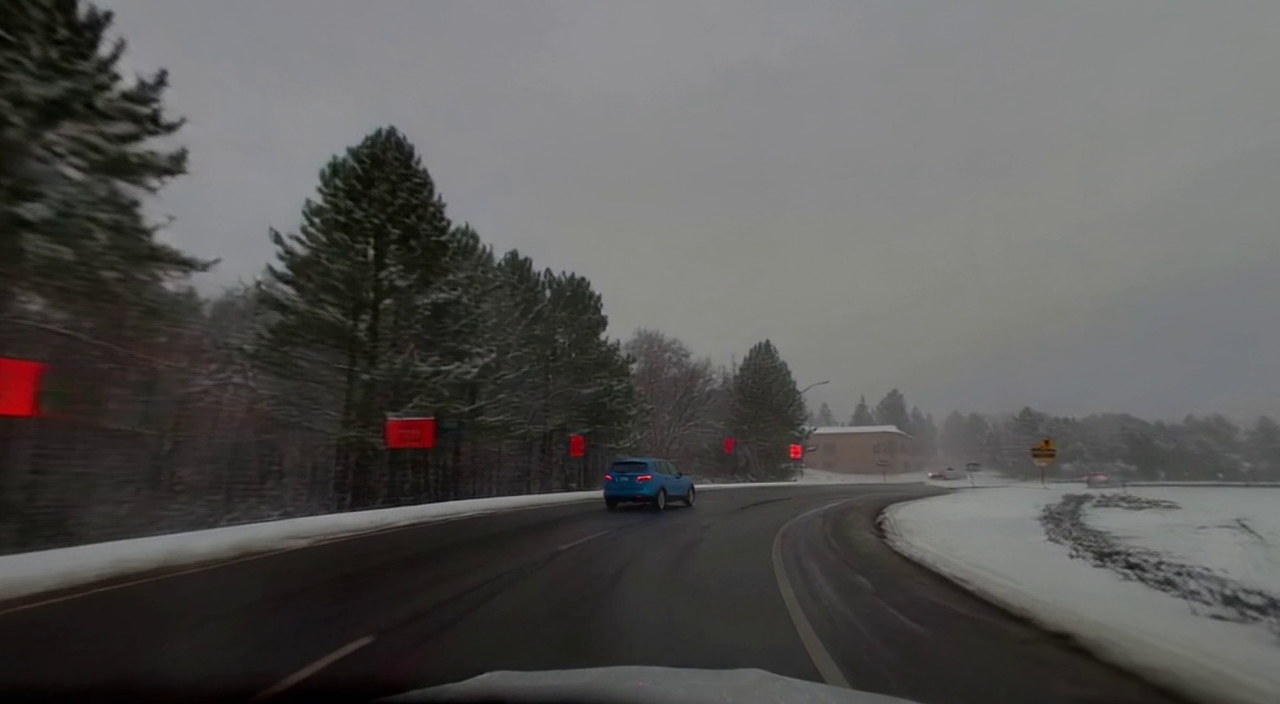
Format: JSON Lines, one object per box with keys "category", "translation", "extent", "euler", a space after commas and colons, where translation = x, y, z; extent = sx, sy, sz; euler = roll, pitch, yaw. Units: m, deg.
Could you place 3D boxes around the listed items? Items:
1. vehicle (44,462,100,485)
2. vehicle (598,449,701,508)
{"category": "vehicle", "translation": [-39.898, 8.531, 44.361], "extent": [1.758, 1.470, 3.823], "euler": [5, -11, -25]}
{"category": "vehicle", "translation": [0.457, 4.101, 20.661], "extent": [1.997, 1.692, 4.422], "euler": [-3, -11, 20]}
